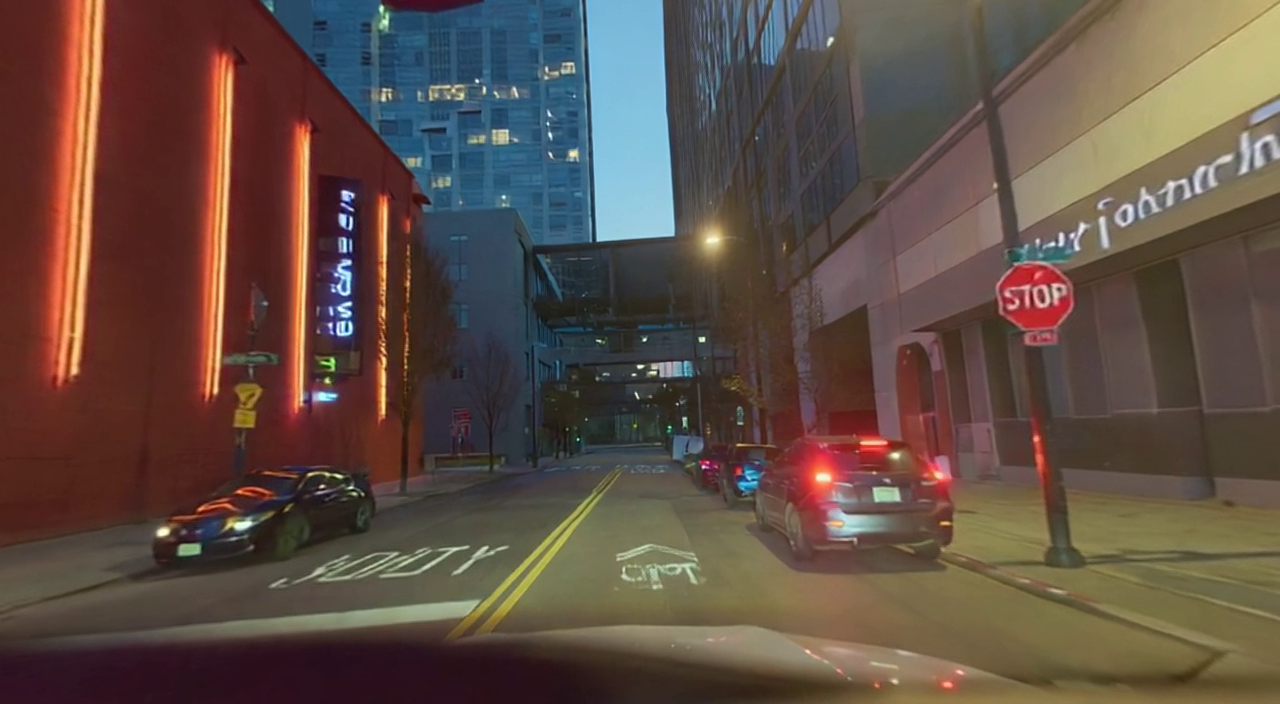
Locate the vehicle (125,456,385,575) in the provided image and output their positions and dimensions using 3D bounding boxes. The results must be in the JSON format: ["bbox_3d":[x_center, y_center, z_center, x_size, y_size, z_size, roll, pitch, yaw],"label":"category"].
[{"bbox_3d":[-5.764,2.434,10.165,1.864,1.447,3.887,0,-9,-3],"label":"vehicle"}]

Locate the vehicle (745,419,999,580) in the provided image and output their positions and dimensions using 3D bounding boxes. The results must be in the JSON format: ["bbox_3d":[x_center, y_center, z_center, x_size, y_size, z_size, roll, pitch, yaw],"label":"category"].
[{"bbox_3d":[2.832,1.909,9.003,1.917,1.680,4.500,0,-9,0],"label":"vehicle"}]
